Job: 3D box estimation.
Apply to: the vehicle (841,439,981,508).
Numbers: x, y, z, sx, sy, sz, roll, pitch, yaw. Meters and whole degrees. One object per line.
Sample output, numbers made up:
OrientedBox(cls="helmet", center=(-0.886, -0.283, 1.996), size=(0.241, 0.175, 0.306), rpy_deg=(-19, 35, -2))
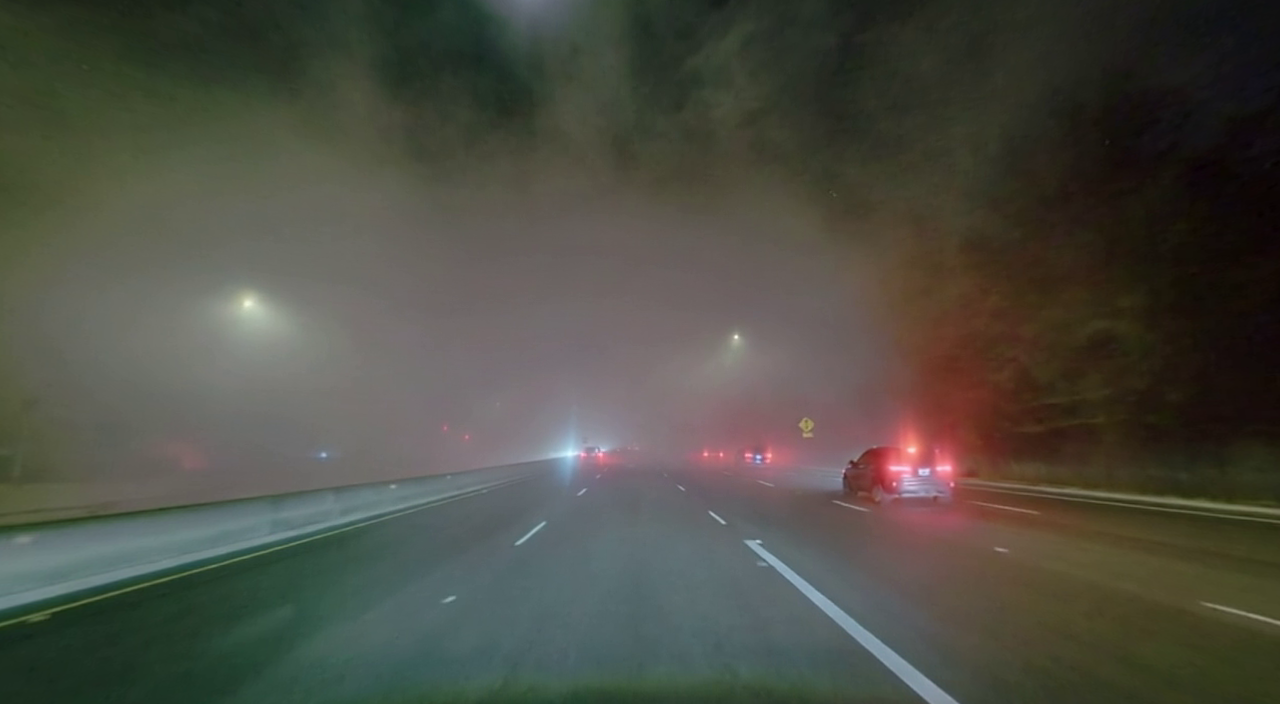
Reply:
OrientedBox(cls="vehicle", center=(6.621, 2.973, 15.942), size=(1.838, 1.518, 3.713), rpy_deg=(0, -8, 0))

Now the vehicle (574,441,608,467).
OrientedBox(cls="vehicle", center=(-3.537, 7.514, 46.655), size=(2.230, 1.827, 4.406), rpy_deg=(0, -8, -1))

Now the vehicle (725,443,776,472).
OrientedBox(cls="vehicle", center=(6.323, 6.092, 36.715), size=(1.987, 1.597, 4.463), rpy_deg=(0, -8, -2))
